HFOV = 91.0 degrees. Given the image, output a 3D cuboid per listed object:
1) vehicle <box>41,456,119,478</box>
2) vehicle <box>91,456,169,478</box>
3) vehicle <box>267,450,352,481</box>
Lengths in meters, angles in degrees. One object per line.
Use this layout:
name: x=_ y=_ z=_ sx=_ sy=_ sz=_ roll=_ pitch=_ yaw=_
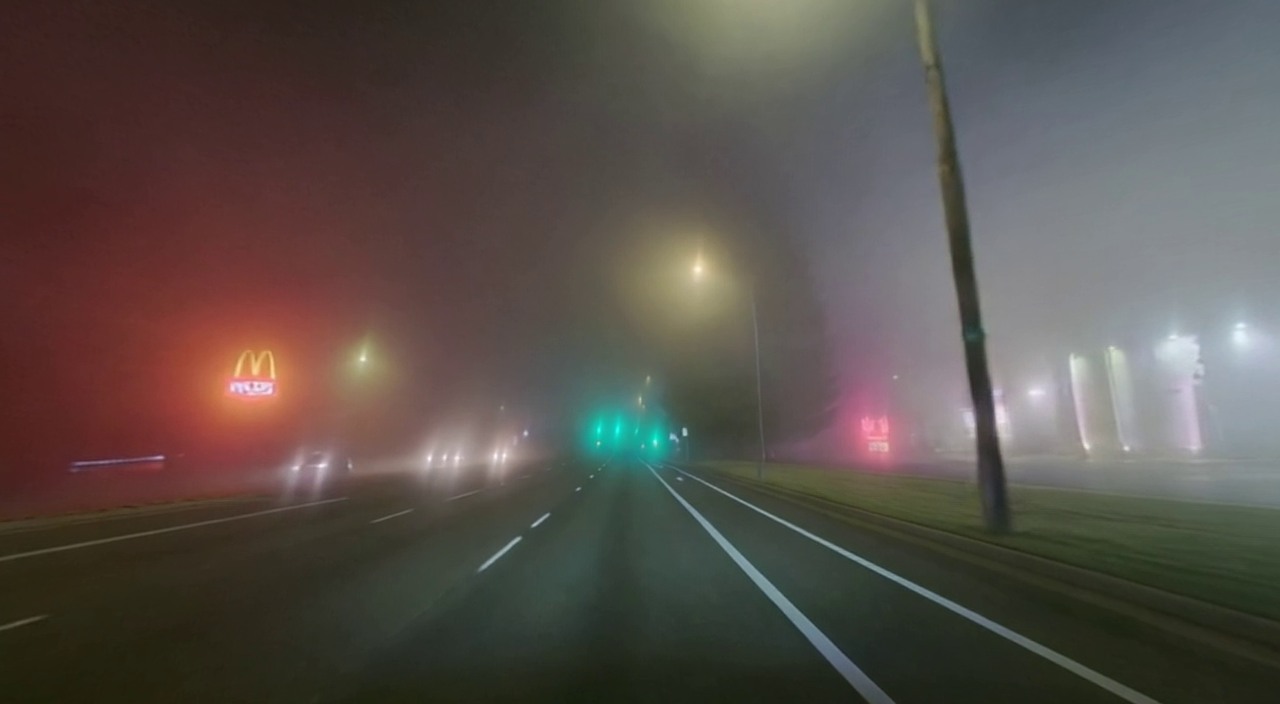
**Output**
vehicle: x=-42.447 y=8.717 z=47.832 sx=1.818 sy=1.491 sz=4.263 roll=0 pitch=-8 yaw=3
vehicle: x=-38.289 y=8.630 z=47.402 sx=1.844 sy=1.492 sz=4.374 roll=-1 pitch=-9 yaw=9
vehicle: x=-17.405 y=5.957 z=33.461 sx=2.021 sy=1.507 sz=4.664 roll=0 pitch=-9 yaw=-1
